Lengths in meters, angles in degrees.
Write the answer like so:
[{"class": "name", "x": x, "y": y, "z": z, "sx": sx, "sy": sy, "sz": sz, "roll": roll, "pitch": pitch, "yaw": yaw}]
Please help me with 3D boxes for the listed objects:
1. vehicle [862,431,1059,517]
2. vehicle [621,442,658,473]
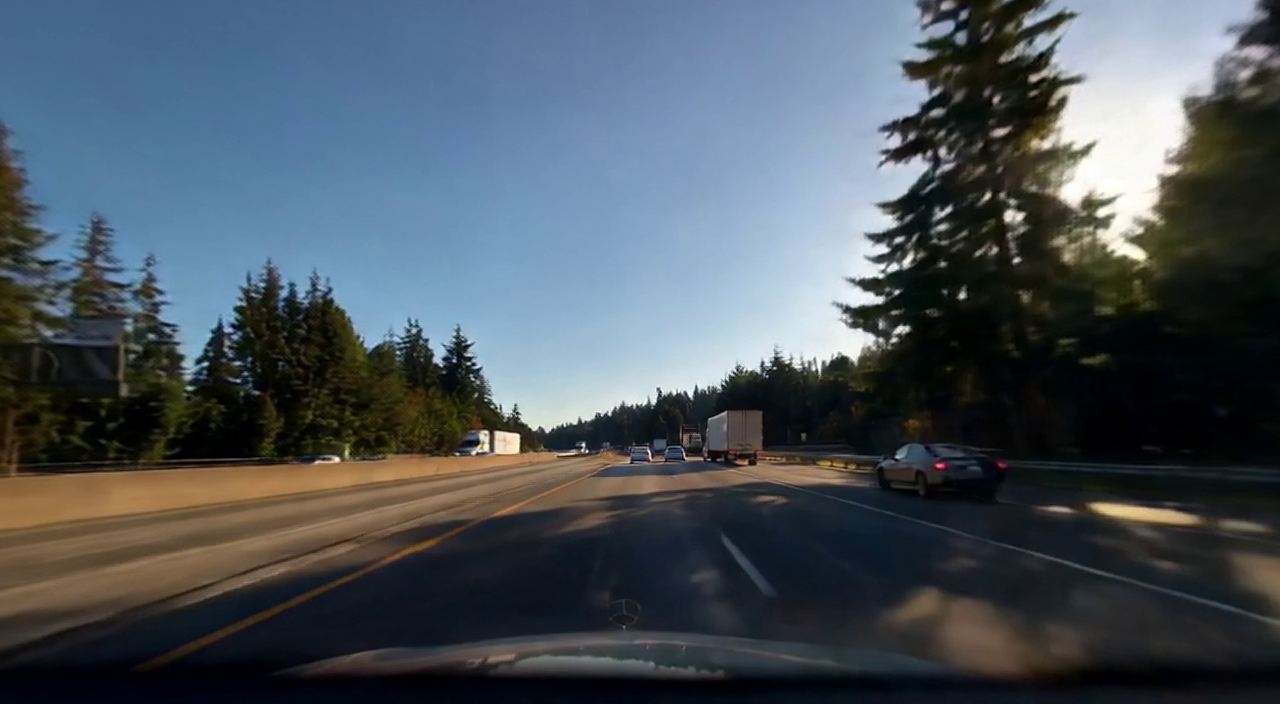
[{"class": "vehicle", "x": 7.019, "y": 2.719, "z": 14.517, "sx": 2.011, "sy": 1.638, "sz": 4.737, "roll": 0, "pitch": -9, "yaw": 0}, {"class": "vehicle", "x": -0.009, "y": 6.373, "z": 38.155, "sx": 2.114, "sy": 1.706, "sz": 4.106, "roll": 0, "pitch": -9, "yaw": 1}]
